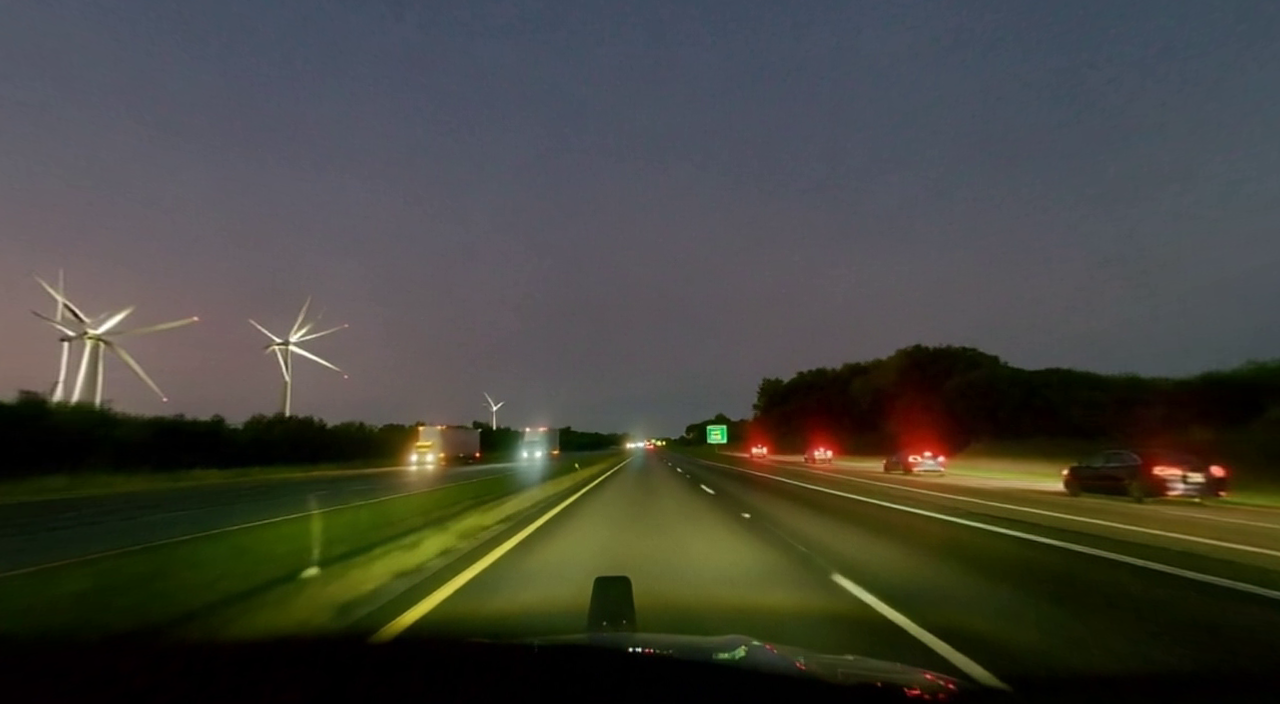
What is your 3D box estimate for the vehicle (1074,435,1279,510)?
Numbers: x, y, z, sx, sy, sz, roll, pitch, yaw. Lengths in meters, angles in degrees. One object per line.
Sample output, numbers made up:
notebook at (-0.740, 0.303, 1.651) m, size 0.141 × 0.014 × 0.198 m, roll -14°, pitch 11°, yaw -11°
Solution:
vehicle at (14.197, 3.130, 16.804) m, size 1.897 × 1.669 × 4.825 m, roll 0°, pitch -9°, yaw 2°
